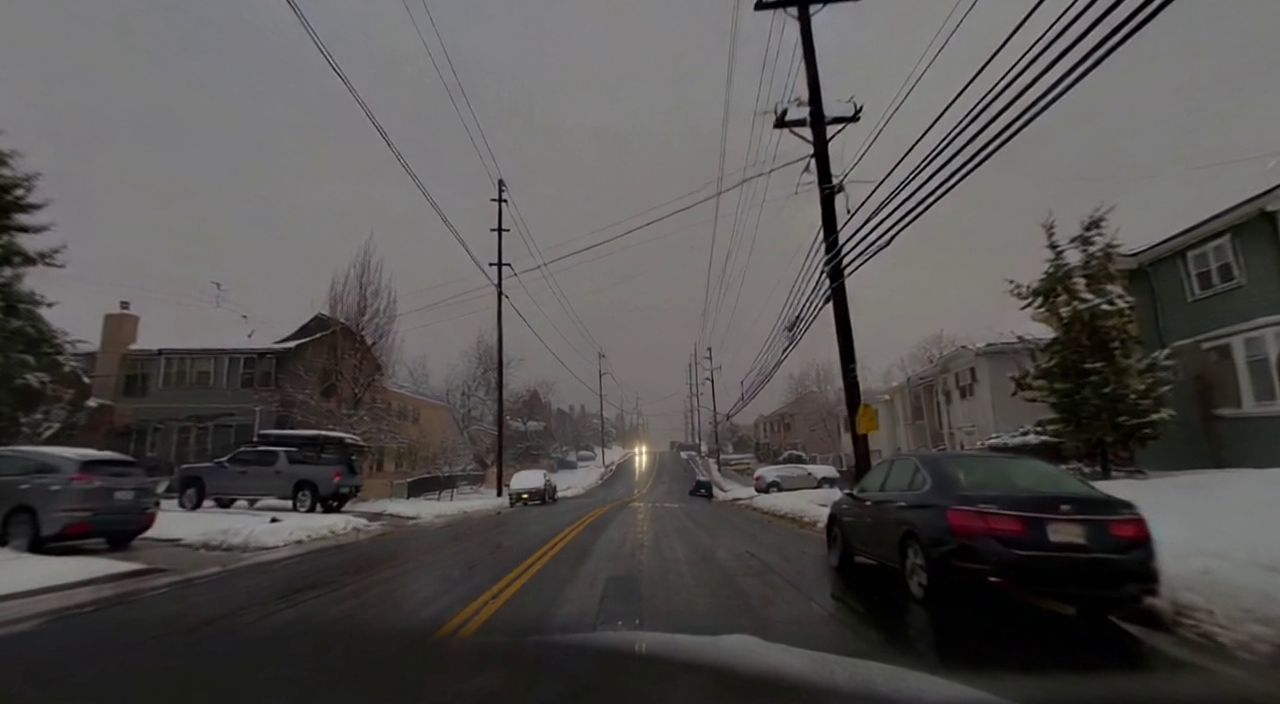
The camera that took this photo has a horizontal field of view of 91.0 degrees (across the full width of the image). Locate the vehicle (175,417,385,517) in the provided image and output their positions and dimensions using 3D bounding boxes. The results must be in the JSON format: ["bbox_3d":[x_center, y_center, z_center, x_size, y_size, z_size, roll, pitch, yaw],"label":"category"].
[{"bbox_3d":[-12.115,4.019,21.615,5.503,2.906,2.584,-3,-15,1],"label":"vehicle"}]

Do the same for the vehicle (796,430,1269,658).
[{"bbox_3d":[3.190,1.692,6.468,1.945,1.500,4.363,0,-11,-1],"label":"vehicle"}]

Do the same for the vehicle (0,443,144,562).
[{"bbox_3d":[-11.415,2.585,11.518,4.526,1.806,2.043,-5,-9,31],"label":"vehicle"}]

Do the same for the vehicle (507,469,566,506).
[{"bbox_3d":[-5.477,7.281,33.909,2.156,1.764,4.410,-3,-12,4],"label":"vehicle"}]
